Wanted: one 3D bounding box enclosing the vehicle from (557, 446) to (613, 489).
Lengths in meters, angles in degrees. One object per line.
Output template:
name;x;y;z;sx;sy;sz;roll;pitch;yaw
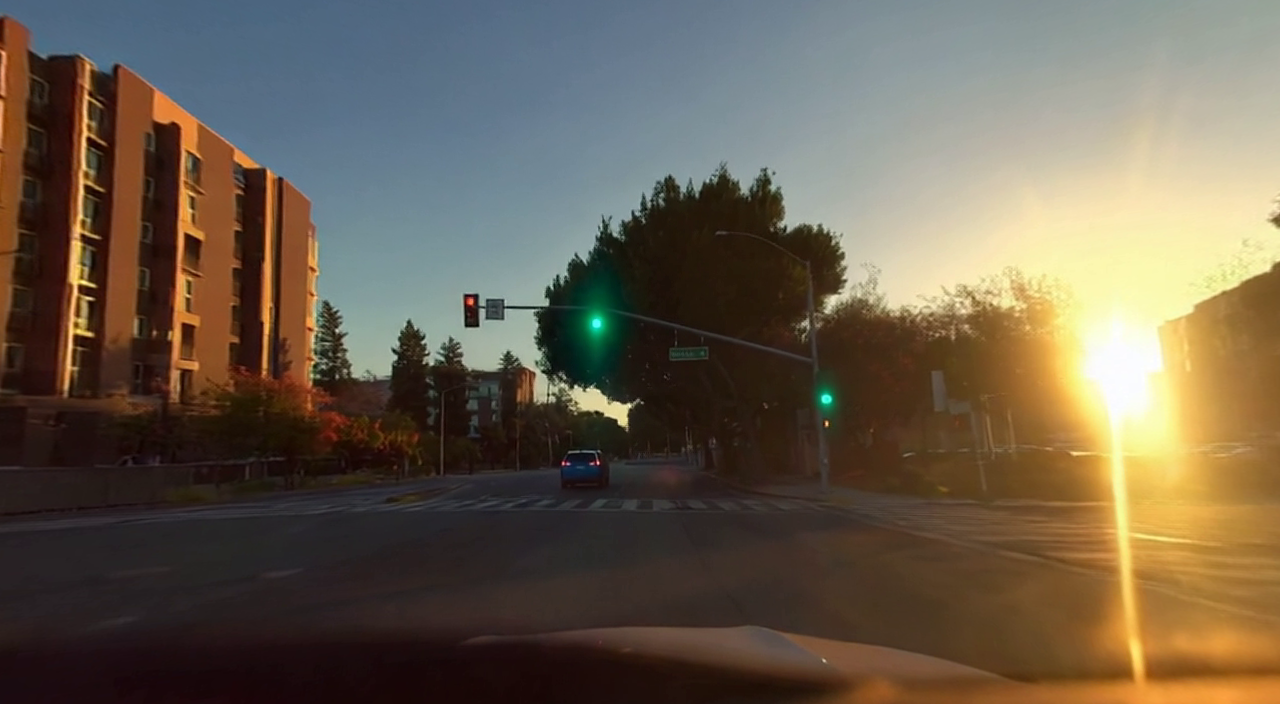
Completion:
vehicle;-2.454;5.273;29.170;2.123;1.799;4.425;0;-8;1
